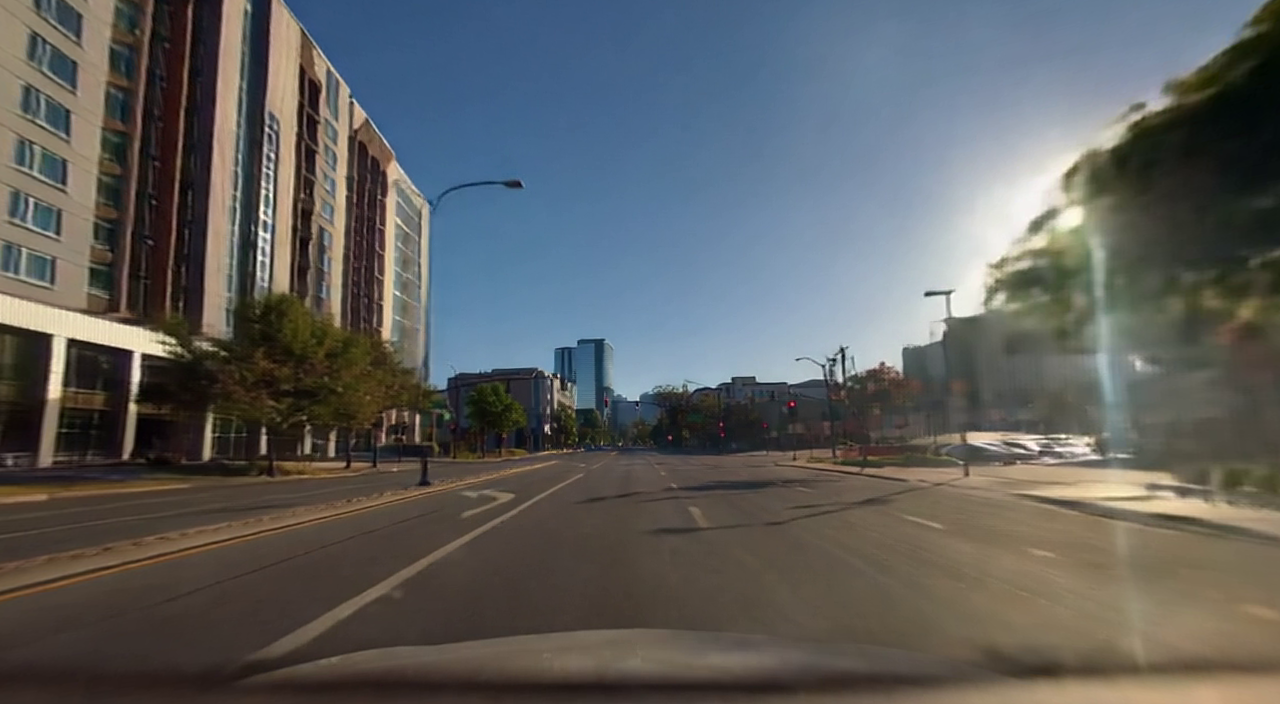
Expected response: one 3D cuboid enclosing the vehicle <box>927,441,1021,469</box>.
[{"bbox_3d":[19.194,5.888,36.398,4.376,1.483,1.828,-8,-12,44],"label":"vehicle"}]
